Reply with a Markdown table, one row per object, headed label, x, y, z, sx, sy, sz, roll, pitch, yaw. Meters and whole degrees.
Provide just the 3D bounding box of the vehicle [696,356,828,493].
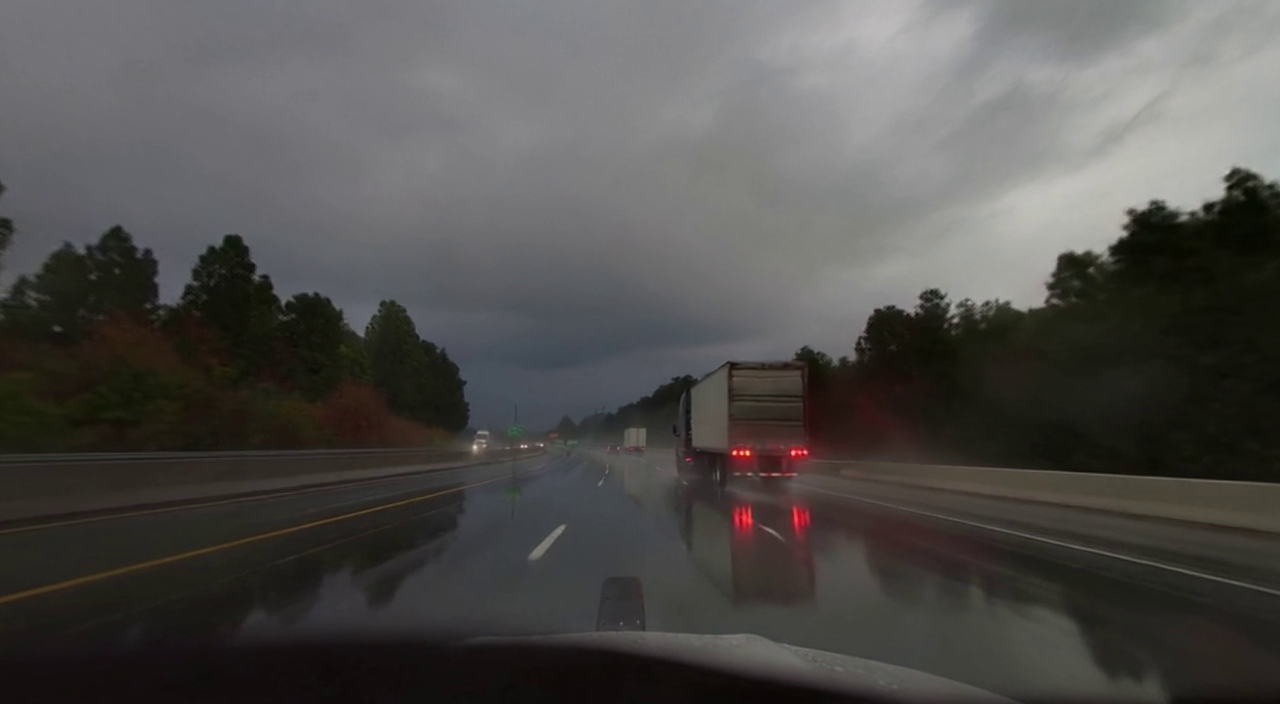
| label | x | y | z | sx | sy | sz | roll | pitch | yaw |
| --- | --- | --- | --- | --- | --- | --- | --- | --- | --- |
| vehicle | 3.976 | 2.753 | 22.878 | 2.826 | 4.035 | 8.369 | 0 | -9 | -2 |
